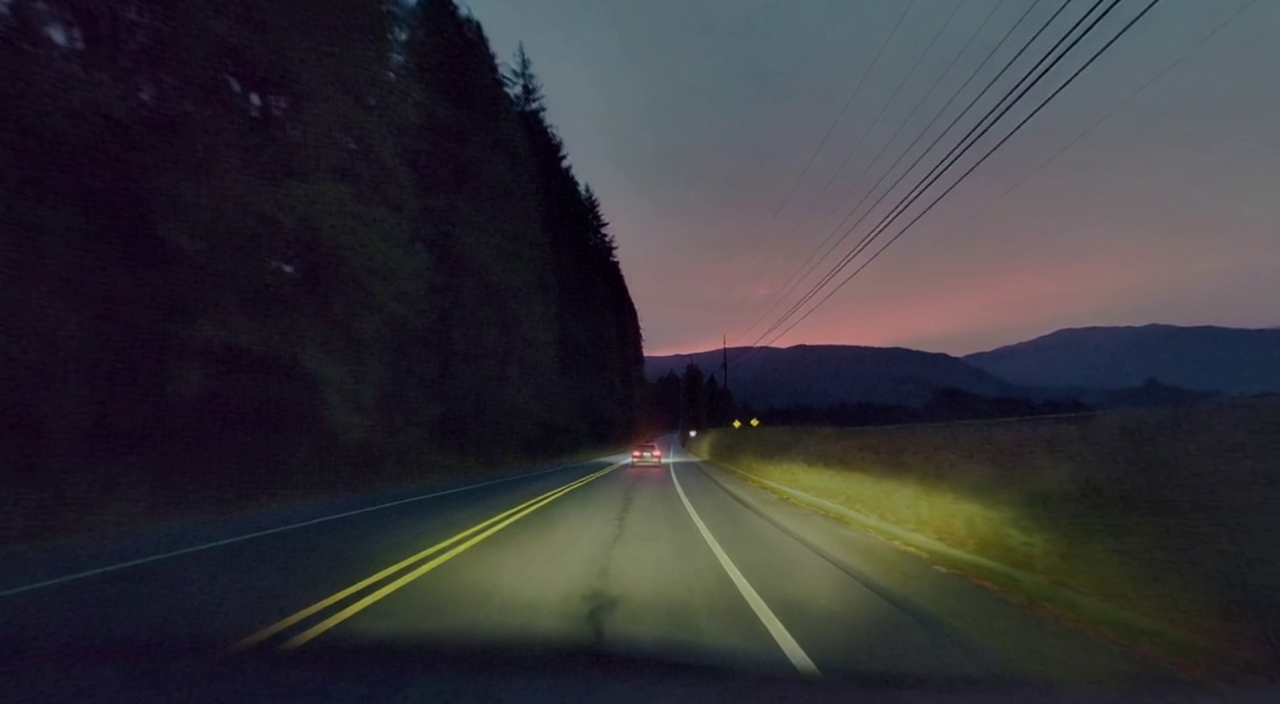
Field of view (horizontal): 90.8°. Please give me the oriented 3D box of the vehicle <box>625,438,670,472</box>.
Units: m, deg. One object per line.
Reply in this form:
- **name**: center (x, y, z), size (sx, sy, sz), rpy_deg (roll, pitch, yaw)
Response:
- **vehicle**: center (0.415, 5.031, 31.101), size (2.059, 1.524, 3.963), rpy_deg (0, -8, 2)
